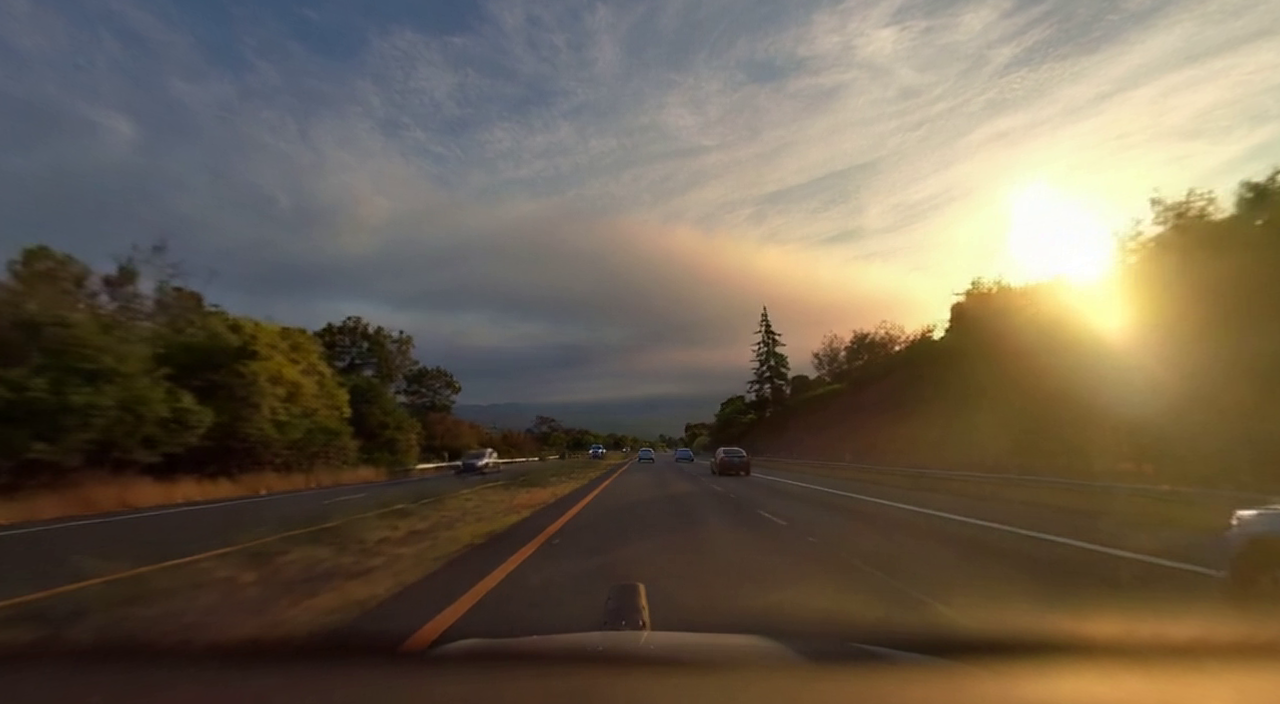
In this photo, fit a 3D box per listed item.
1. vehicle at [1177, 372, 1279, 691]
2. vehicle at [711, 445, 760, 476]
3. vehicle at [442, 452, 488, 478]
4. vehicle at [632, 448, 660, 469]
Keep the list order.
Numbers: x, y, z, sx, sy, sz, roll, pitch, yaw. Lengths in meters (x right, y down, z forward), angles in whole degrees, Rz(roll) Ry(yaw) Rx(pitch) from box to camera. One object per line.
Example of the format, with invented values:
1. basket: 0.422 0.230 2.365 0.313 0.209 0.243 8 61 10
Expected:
1. vehicle: 4.219 0.663 1.641 1.978 1.604 4.128 0 -9 1
2. vehicle: 5.002 5.714 33.414 1.964 1.513 3.707 0 -9 -1
3. vehicle: -12.040 7.773 43.570 1.952 1.629 4.189 0 -9 0
4. vehicle: 0.444 7.880 46.752 1.991 1.459 3.769 0 -9 0
